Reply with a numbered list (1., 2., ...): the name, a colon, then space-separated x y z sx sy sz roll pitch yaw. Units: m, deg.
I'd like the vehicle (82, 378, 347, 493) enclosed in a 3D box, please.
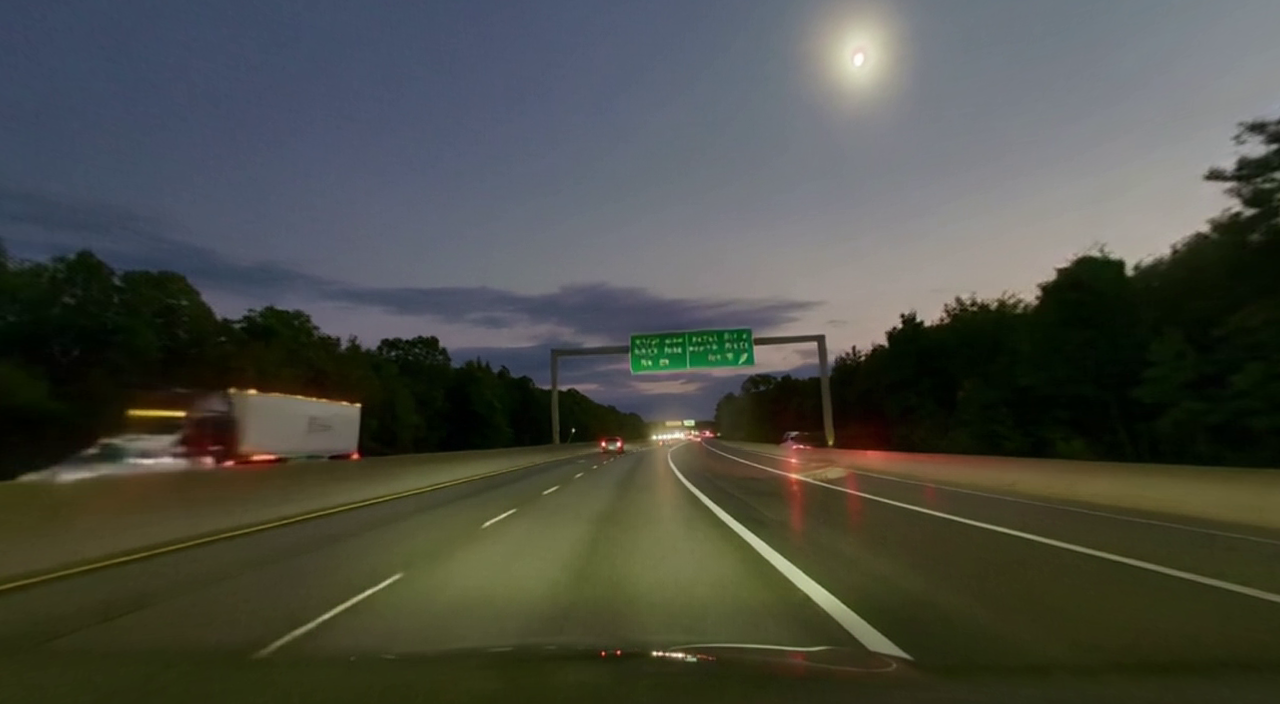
1. vehicle: -15.264 3.217 24.128 3.205 3.498 9.568 0 -8 2
